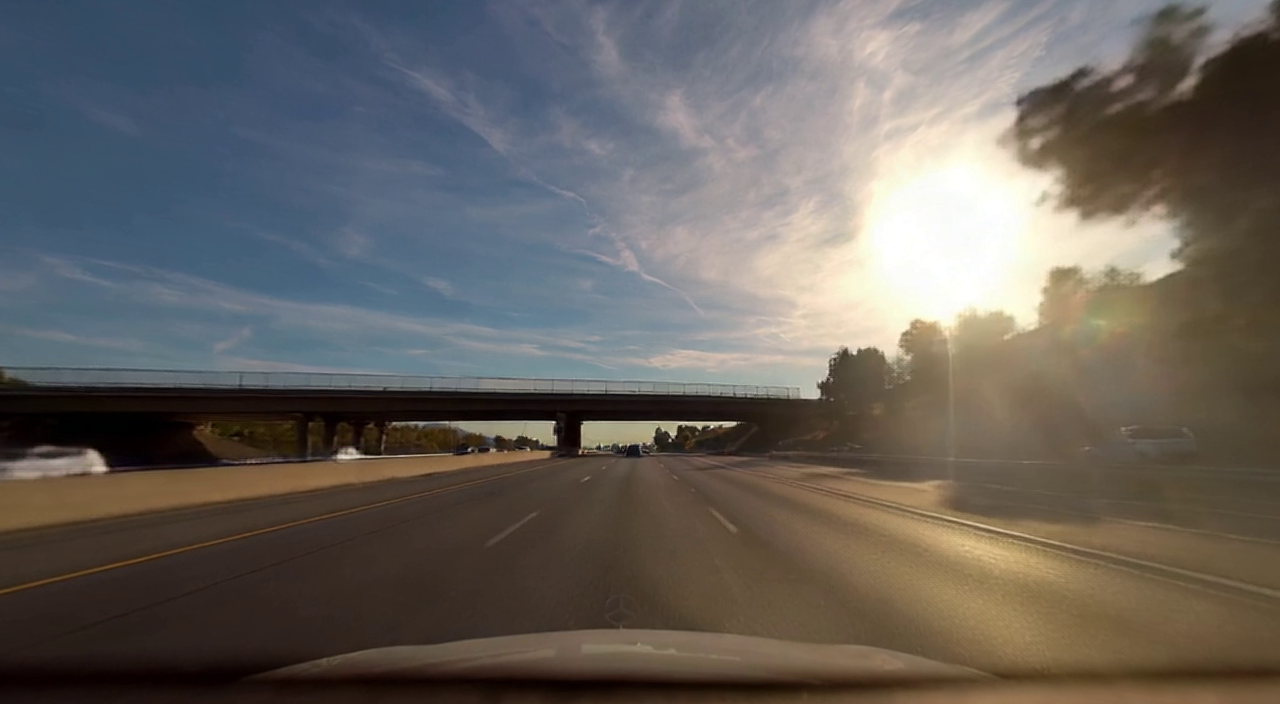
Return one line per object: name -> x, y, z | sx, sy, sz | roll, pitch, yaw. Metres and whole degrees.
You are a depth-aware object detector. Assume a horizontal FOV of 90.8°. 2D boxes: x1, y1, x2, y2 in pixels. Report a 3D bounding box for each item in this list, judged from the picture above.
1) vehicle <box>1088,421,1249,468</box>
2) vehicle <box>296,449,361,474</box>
vehicle -> 18.886, 3.358, 22.916 | 1.916, 1.508, 4.485 | 0, -9, 0
vehicle -> -19.769, 6.957, 40.324 | 2.036, 1.510, 4.298 | 0, -9, -1
